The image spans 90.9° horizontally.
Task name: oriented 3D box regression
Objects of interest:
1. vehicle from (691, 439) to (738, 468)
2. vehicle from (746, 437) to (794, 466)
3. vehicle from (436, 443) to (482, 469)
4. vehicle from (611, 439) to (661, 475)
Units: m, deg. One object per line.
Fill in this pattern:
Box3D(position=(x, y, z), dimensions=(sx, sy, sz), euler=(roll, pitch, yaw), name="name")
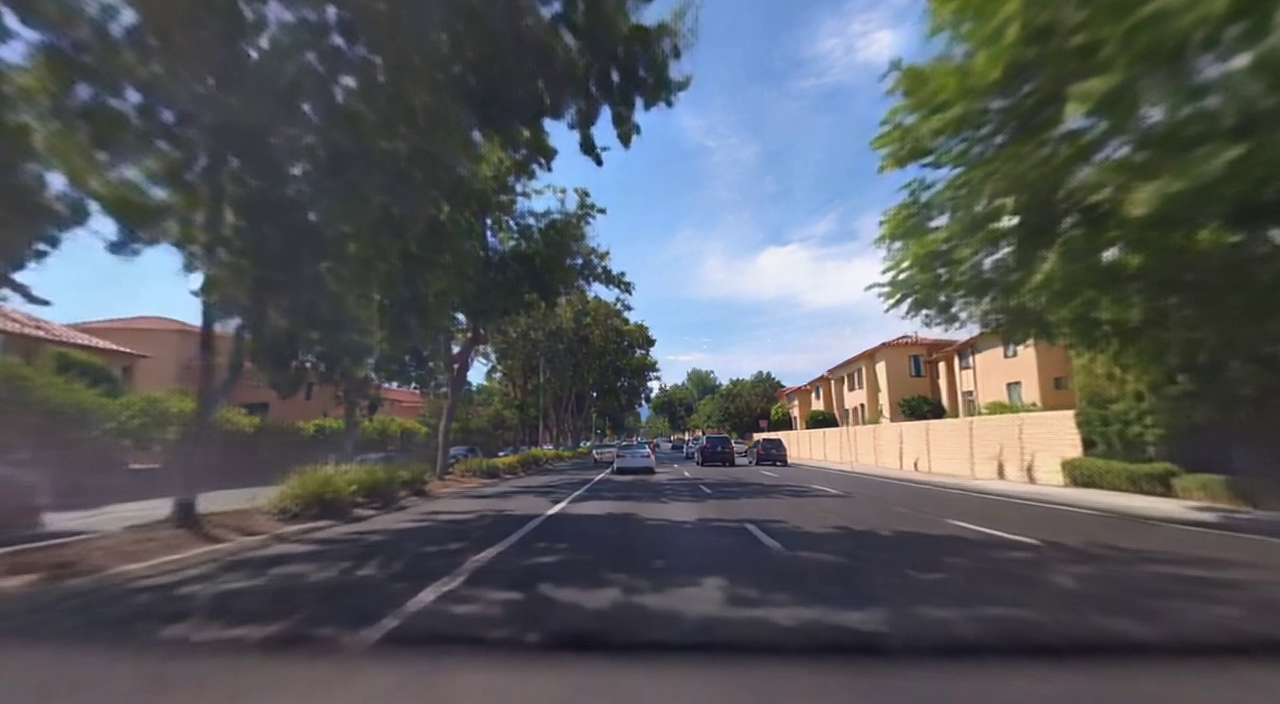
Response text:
Box3D(position=(4.085, 5.637, 35.117), dimensions=(2.067, 1.514, 4.188), euler=(0, -8, 0), name="vehicle")
Box3D(position=(7.888, 6.071, 38.565), dimensions=(1.972, 1.700, 4.269), euler=(0, -8, 0), name="vehicle")
Box3D(position=(-13.471, 7.760, 47.265), dimensions=(2.019, 1.778, 4.593), euler=(0, -8, 1), name="vehicle")
Box3D(position=(-0.139, 4.787, 28.958), dimensions=(2.102, 1.481, 3.907), euler=(0, -8, 1), name="vehicle")
